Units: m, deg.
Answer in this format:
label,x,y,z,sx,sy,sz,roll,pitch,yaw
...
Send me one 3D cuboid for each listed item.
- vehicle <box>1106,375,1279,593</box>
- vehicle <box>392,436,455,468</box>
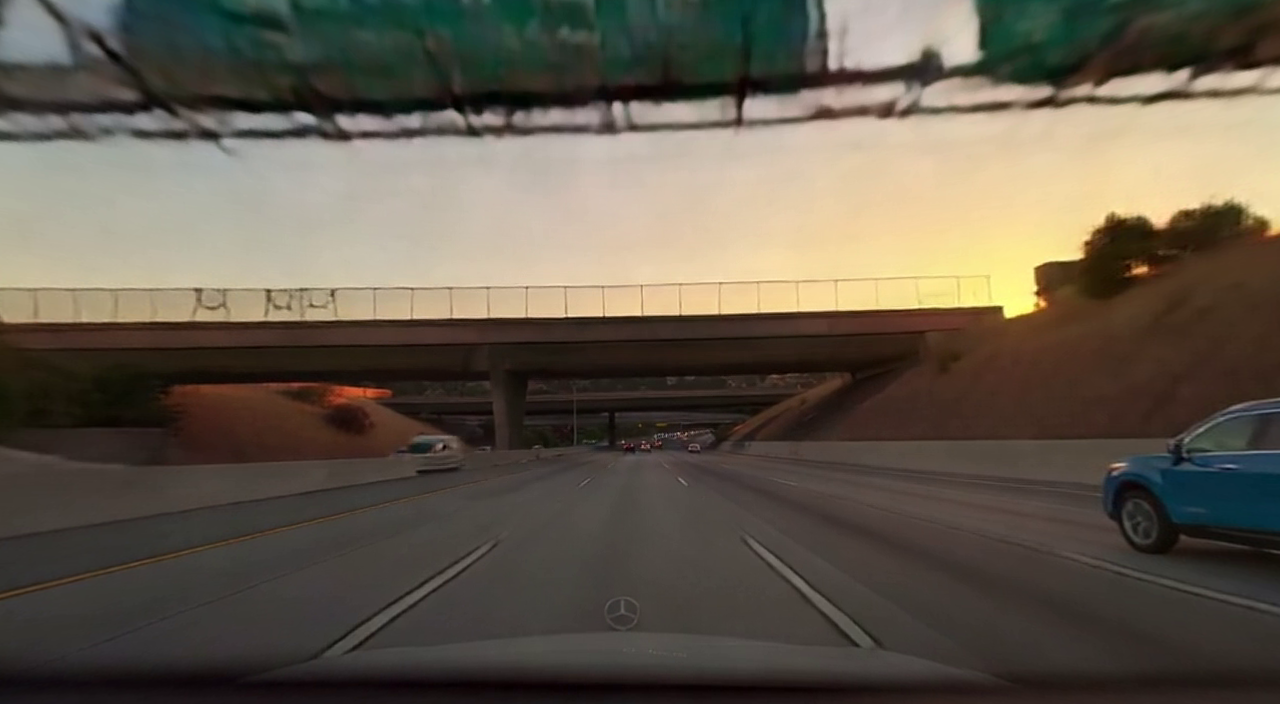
label,x,y,z,sx,sy,sz,roll,pitch,yaw
vehicle,6.750,1.111,5.222,2.222,1.899,4.595,0,-9,0
vehicle,-14.515,6.728,42.620,2.327,1.992,5.241,0,-9,1
